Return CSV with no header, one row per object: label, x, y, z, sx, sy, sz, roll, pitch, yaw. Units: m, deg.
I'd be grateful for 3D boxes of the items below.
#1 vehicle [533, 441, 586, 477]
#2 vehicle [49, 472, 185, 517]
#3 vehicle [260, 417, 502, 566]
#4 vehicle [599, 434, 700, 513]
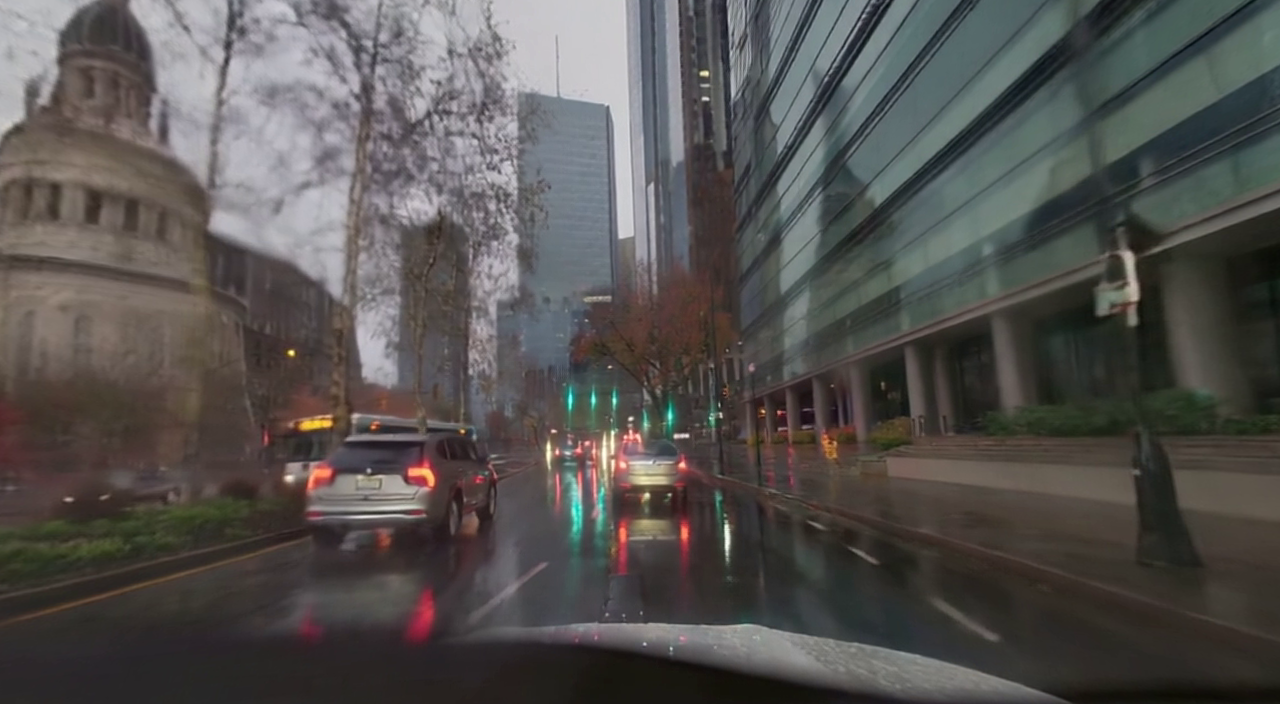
vehicle,-3.659,4.928,29.326,1.961,1.517,4.202,0,-9,-1
vehicle,-21.550,5.854,26.270,1.927,1.519,4.447,0,-9,-2
vehicle,-3.307,1.841,8.963,1.848,1.641,3.686,0,-9,0
vehicle,0.092,2.617,14.014,1.933,1.504,3.802,1,-9,-3
